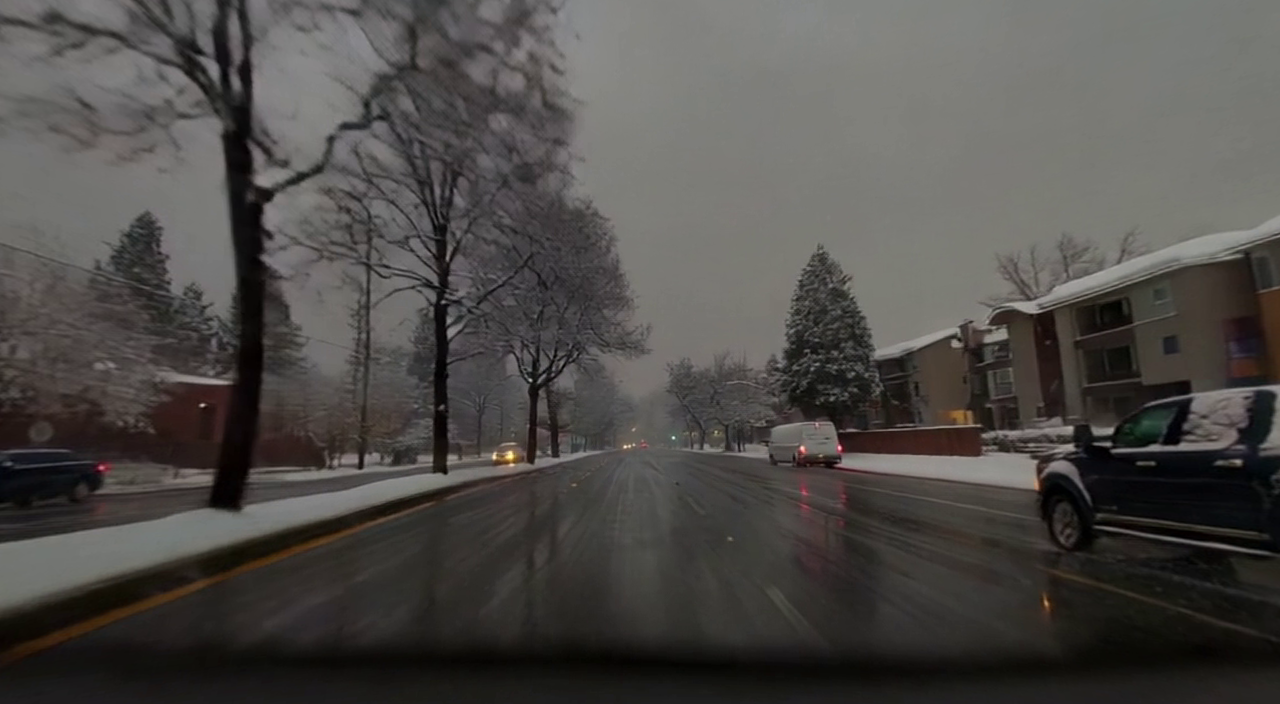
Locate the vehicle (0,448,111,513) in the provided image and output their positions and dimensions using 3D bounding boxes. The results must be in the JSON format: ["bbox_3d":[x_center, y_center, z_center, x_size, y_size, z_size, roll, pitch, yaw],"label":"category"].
[{"bbox_3d":[-19.457,3.822,18.943,2.146,1.848,5.680,-1,-9,1],"label":"vehicle"}]

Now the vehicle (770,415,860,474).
[{"bbox_3d":[10.174,5.536,37.810,2.842,2.993,8.104,-3,-8,-1],"label":"vehicle"}]

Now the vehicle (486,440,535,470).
[{"bbox_3d":[-8.478,6.785,41.823,2.189,1.816,4.819,0,-9,1],"label":"vehicle"}]

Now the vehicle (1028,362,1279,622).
[{"bbox_3d":[6.110,1.044,4.703,2.493,1.956,6.125,0,-9,0],"label":"vehicle"}]
